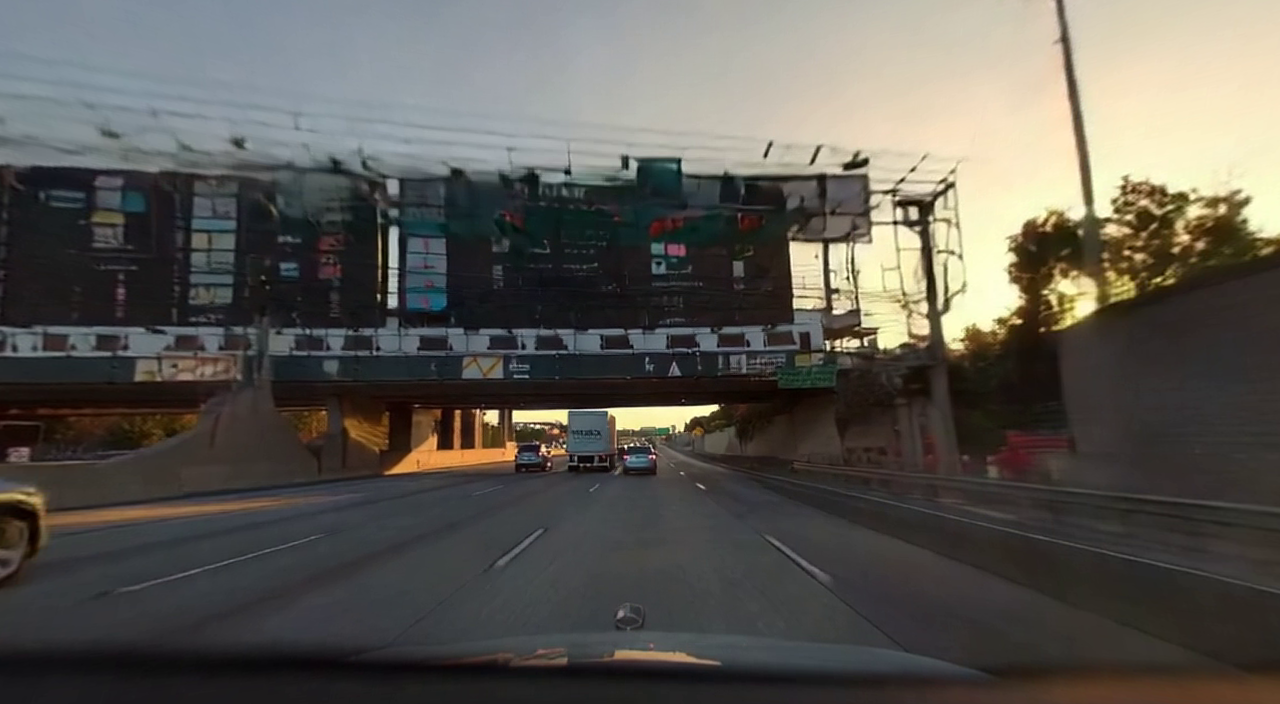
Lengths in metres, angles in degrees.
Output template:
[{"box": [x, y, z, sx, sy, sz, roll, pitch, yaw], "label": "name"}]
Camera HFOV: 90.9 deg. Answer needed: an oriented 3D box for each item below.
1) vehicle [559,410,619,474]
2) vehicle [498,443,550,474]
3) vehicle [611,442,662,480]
[{"box": [-2.930, 5.563, 38.832, 2.794, 3.460, 8.595, 0, -9, 1], "label": "vehicle"}, {"box": [-6.606, 6.124, 36.473, 2.124, 1.674, 4.541, 0, -9, 1], "label": "vehicle"}, {"box": [-0.179, 4.915, 28.715, 2.168, 1.597, 3.615, 0, -9, -1], "label": "vehicle"}]
